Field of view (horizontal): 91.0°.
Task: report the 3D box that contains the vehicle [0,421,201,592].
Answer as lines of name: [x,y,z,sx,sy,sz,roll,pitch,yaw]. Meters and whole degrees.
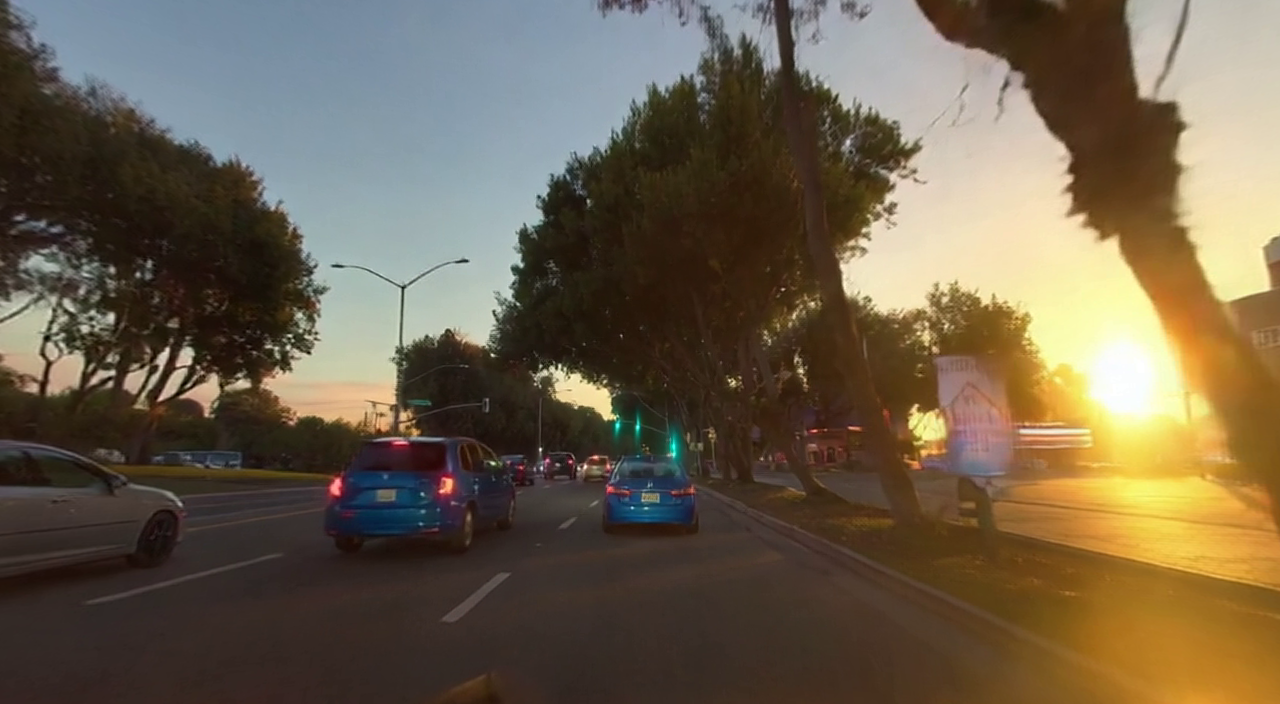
vehicle: [-7.224,1.591,6.679,1.968,1.657,4.230,0,-9,1]

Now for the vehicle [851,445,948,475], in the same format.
vehicle: [18.316,7.594,44.656,5.852,1.962,2.323,-8,-11,41]

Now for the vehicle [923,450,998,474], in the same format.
vehicle: [22.511,7.733,44.300,4.220,1.550,1.935,-10,-13,43]

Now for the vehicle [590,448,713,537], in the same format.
vehicle: [0.237,2.718,12.843,2.091,1.494,3.962,0,-8,1]

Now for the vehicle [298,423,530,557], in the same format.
vehicle: [-3.362,2.152,10.618,2.055,1.725,4.732,0,-9,1]
